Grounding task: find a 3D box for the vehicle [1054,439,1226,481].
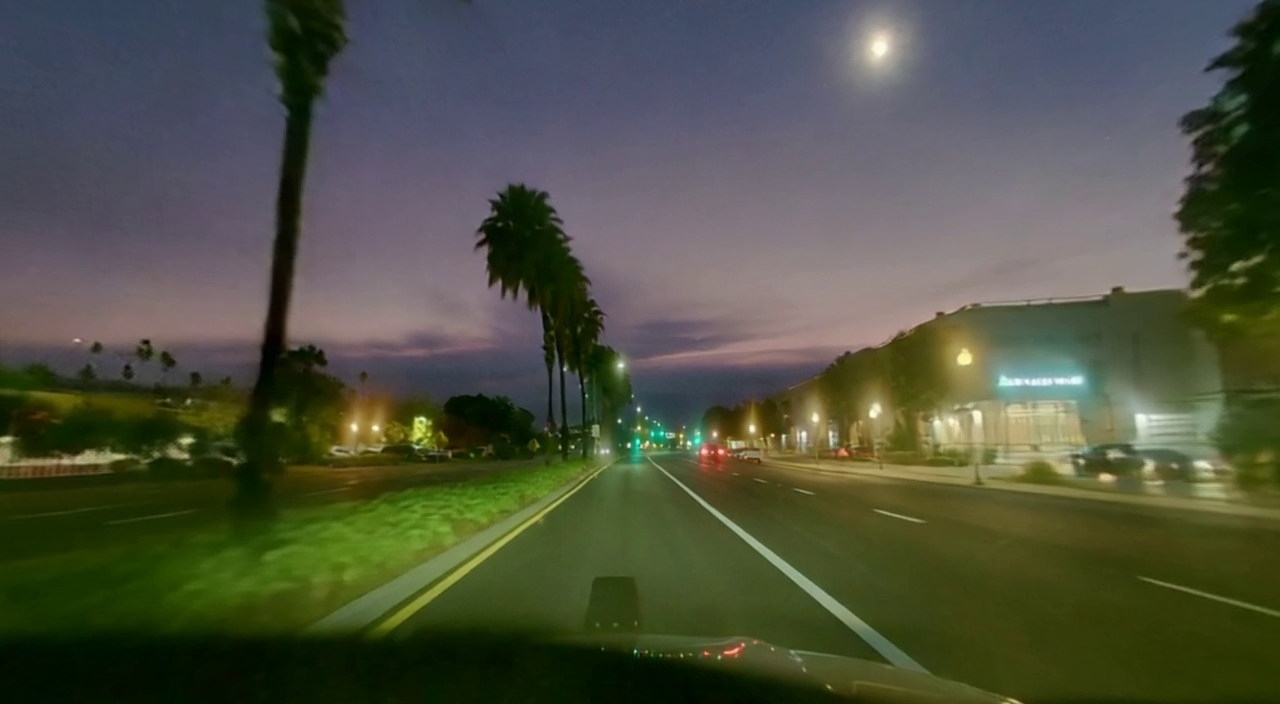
[{"bbox_3d":[17.794,3.860,22.583,4.526,1.429,1.815,0,-9,2],"label":"vehicle"}]
